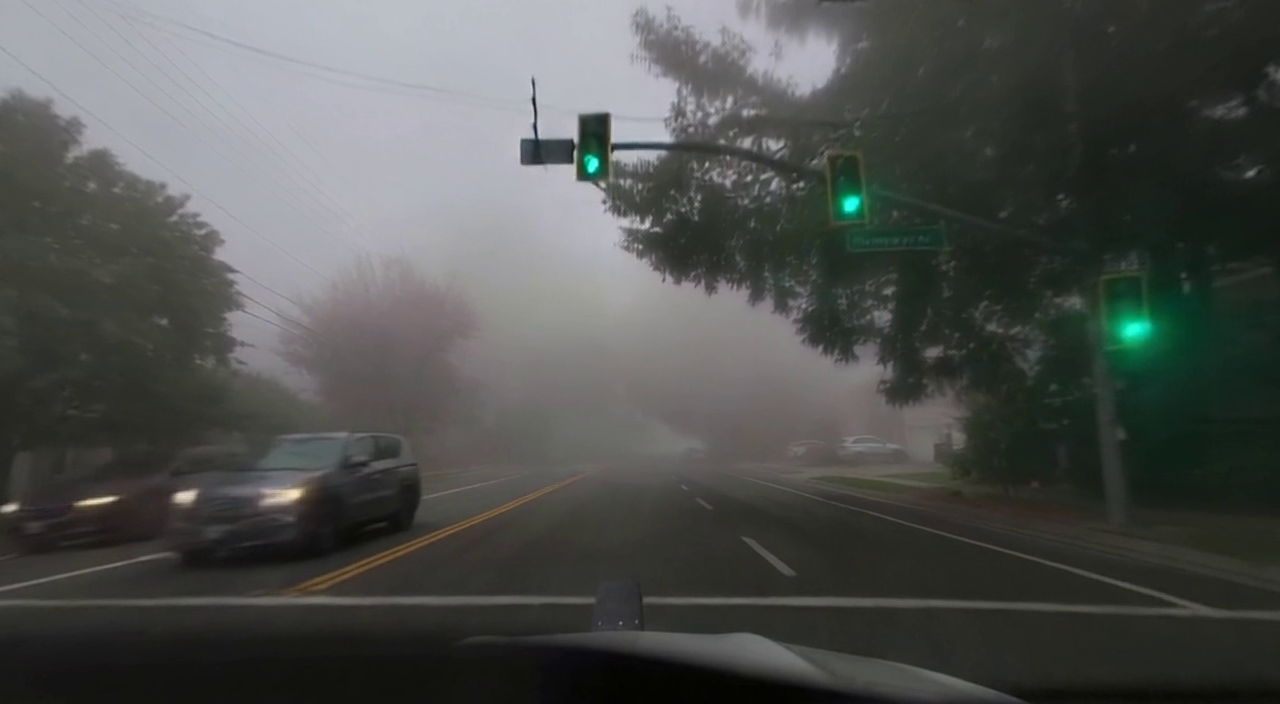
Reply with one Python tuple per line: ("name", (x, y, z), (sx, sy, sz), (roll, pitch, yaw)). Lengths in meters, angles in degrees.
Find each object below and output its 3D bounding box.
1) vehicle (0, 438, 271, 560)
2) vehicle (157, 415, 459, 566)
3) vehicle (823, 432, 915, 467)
("vehicle", (-8.437, 2.286, 10.613), (1.925, 1.615, 4.085), (0, -8, 1))
("vehicle", (-4.505, 1.936, 9.622), (2.095, 1.731, 4.462), (0, -8, 1))
("vehicle", (13.538, 5.764, 37.575), (4.711, 1.979, 2.019), (0, -9, 4))
